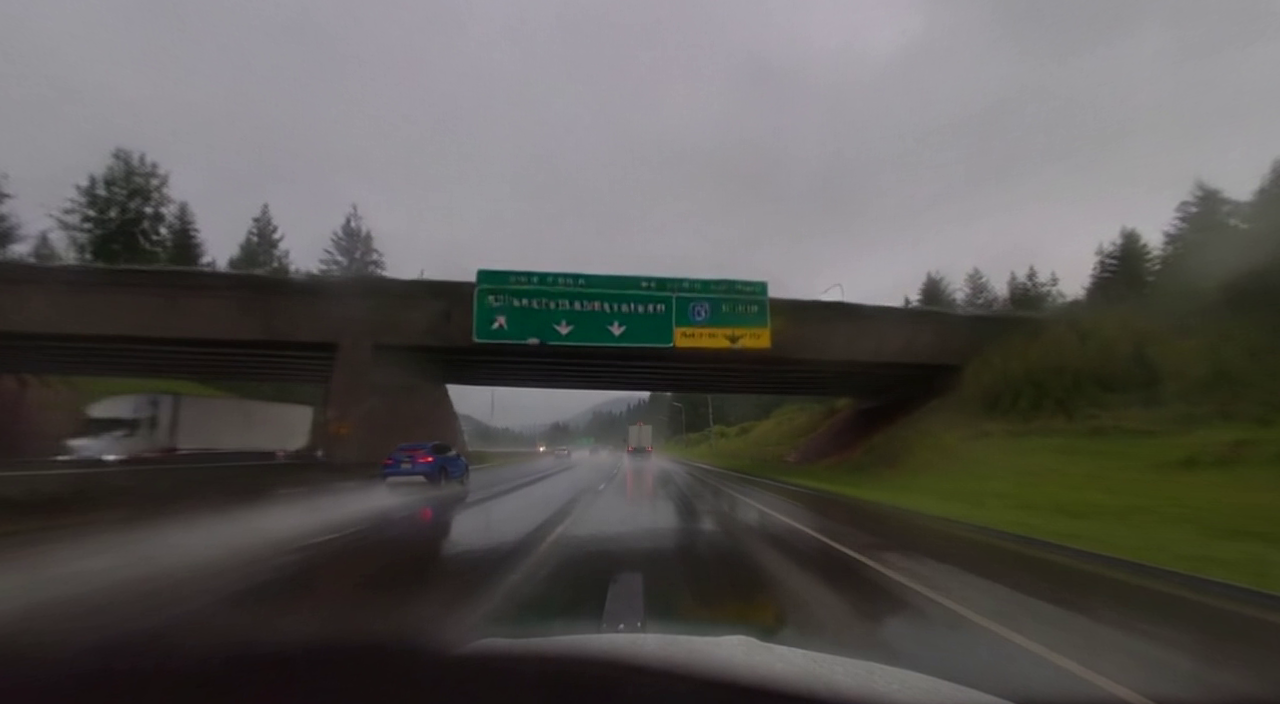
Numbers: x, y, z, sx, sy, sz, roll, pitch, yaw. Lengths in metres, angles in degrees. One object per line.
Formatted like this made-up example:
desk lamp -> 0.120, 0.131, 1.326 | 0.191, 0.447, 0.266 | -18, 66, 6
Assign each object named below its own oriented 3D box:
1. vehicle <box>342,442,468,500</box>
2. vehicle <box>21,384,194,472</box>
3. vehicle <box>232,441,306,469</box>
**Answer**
vehicle -> -6.842, 3.508, 19.025 | 2.038, 1.489, 4.603 | 0, -9, 0
vehicle -> -25.428, 3.753, 30.649 | 3.010, 3.830, 5.933 | 0, -9, 0
vehicle -> -20.878, 5.790, 35.688 | 1.765, 1.465, 4.084 | 0, -9, -2
